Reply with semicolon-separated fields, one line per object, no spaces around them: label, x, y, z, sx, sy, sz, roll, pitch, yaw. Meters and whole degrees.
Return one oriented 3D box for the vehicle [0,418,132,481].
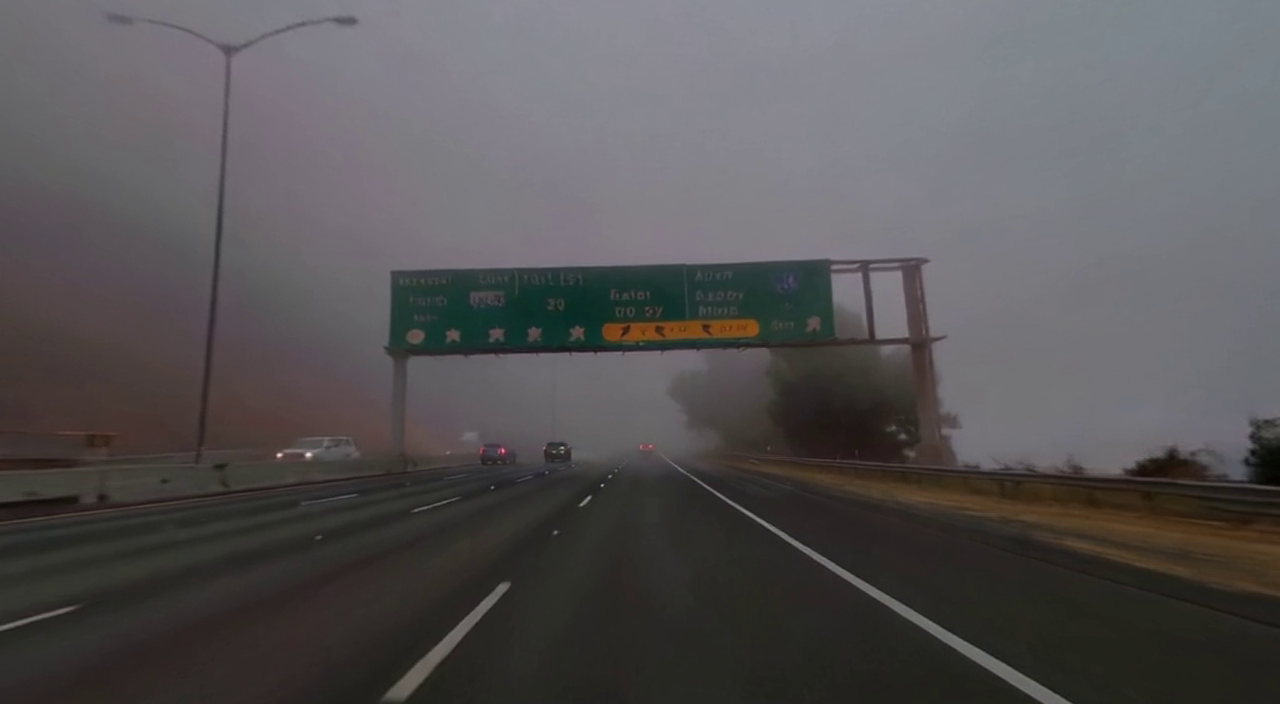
vehicle;-30.221;4.901;31.724;2.768;2.789;7.712;0;-9;0

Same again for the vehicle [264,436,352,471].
vehicle;-18.837;5.769;36.077;2.098;1.845;5.358;0;-9;1

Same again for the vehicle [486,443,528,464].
vehicle;-9.952;7.649;47.498;2.122;1.511;4.576;0;-9;0
